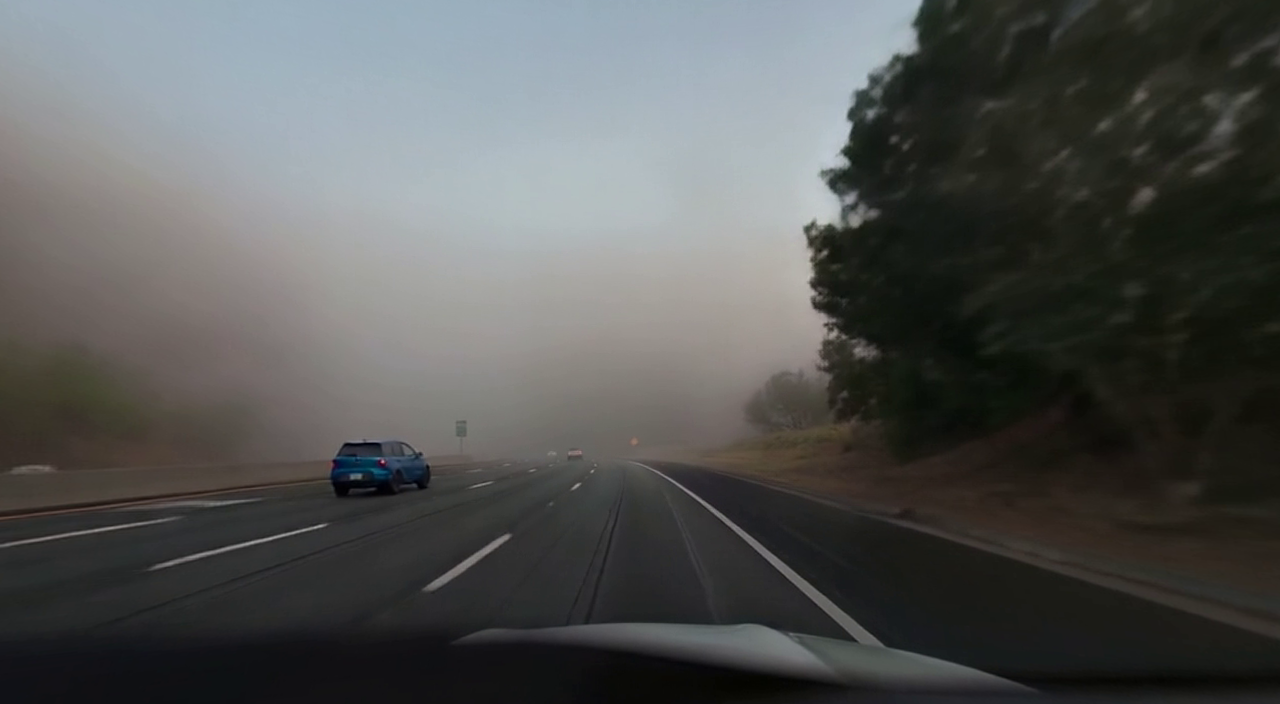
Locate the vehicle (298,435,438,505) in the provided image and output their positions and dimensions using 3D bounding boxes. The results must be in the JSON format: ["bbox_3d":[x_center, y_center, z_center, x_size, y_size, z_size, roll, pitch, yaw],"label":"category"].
[{"bbox_3d":[-7.526,3.282,18.042,2.046,1.712,4.533,0,-9,-1],"label":"vehicle"}]
